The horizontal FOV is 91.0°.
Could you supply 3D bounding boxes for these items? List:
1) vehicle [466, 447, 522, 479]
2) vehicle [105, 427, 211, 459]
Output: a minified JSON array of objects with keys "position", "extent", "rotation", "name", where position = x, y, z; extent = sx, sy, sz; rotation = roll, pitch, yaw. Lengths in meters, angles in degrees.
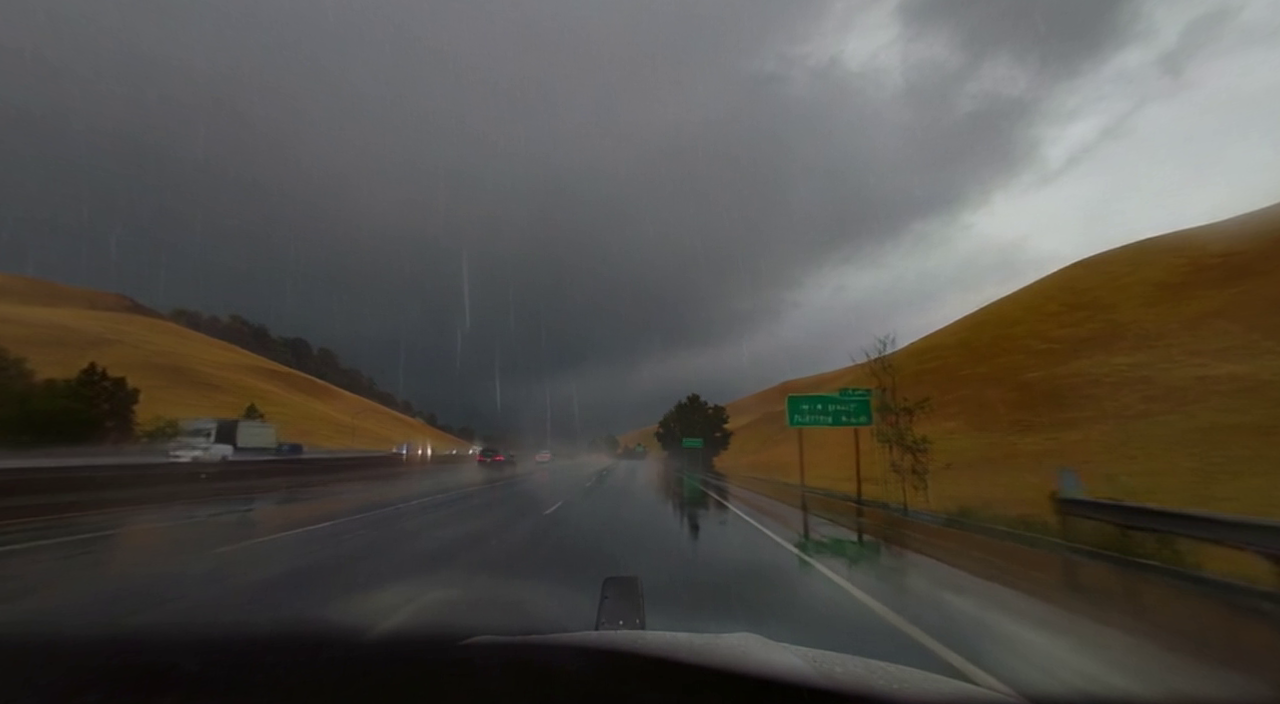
[{"position":[-7.858,5.983,34.308],"extent":[2.045,1.624,4.338],"rotation":[0,-9,-1],"name":"vehicle"},{"position":[-32.587,6.204,42.905],"extent":[2.403,1.999,6.275],"rotation":[0,-9,-2],"name":"vehicle"}]
